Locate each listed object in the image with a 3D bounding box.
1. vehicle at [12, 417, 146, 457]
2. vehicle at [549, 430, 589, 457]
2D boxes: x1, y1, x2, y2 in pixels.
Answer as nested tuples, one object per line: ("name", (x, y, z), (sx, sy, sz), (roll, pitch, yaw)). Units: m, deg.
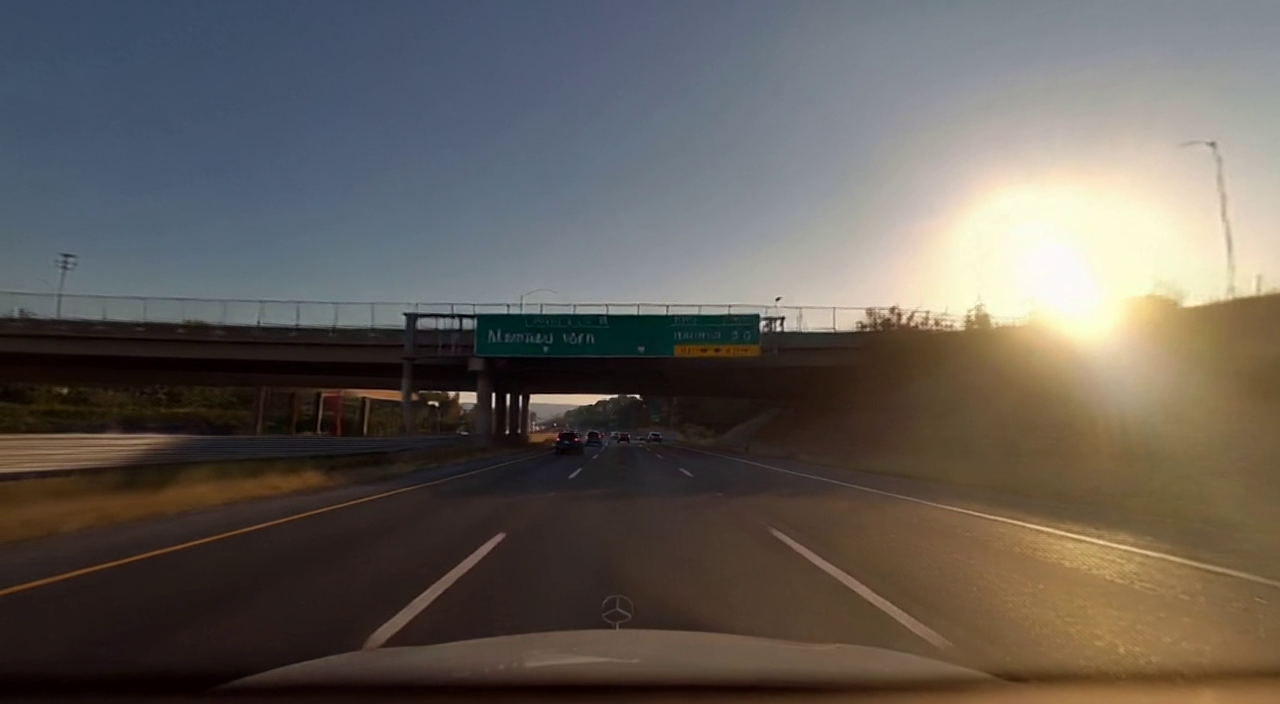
("vehicle", (-24.804, 3.792, 28.130), (1.849, 1.591, 4.497), (0, -8, -1))
("vehicle", (-4.384, 5.700, 39.398), (2.062, 1.591, 4.156), (0, -8, -1))
